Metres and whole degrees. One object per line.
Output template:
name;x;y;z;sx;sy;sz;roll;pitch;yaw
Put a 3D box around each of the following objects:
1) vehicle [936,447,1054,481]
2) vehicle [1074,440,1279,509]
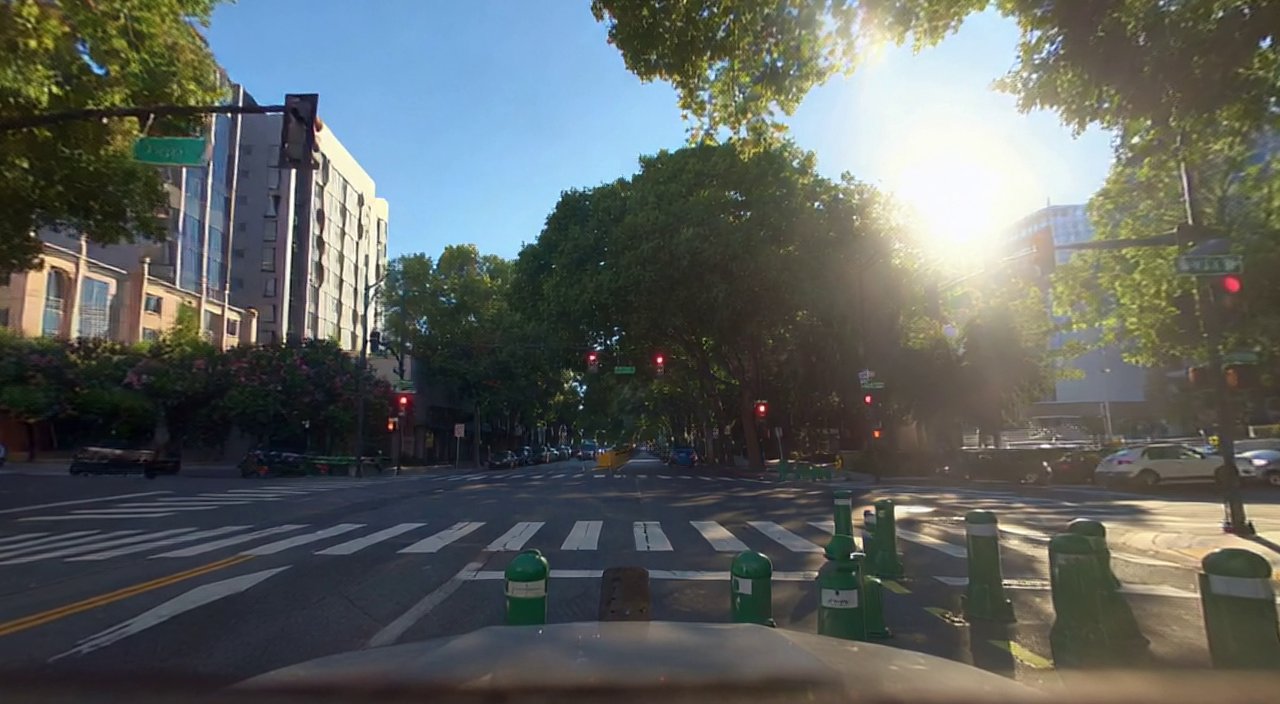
vehicle;16.785;5.323;29.975;4.368;1.522;1.972;-1;-8;3
vehicle;12.982;2.786;14.571;4.424;1.436;1.804;0;-8;5
